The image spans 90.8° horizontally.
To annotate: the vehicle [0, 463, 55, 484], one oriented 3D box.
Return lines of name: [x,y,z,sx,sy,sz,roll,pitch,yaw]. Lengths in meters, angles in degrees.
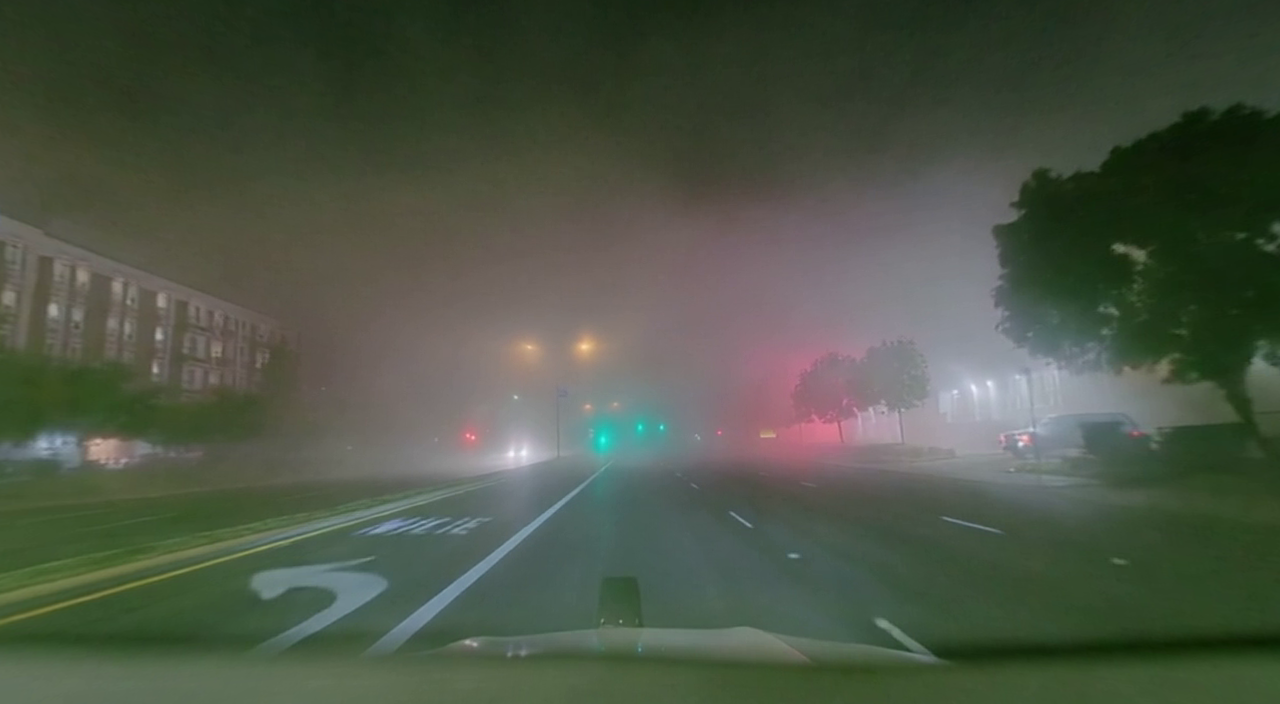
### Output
vehicle: [-44.412,8.615,44.932,3.890,1.403,1.694,0,-9,2]

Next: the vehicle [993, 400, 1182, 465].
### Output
vehicle: [19.651,3.579,28.005,6.543,2.736,2.324,0,-9,-2]
